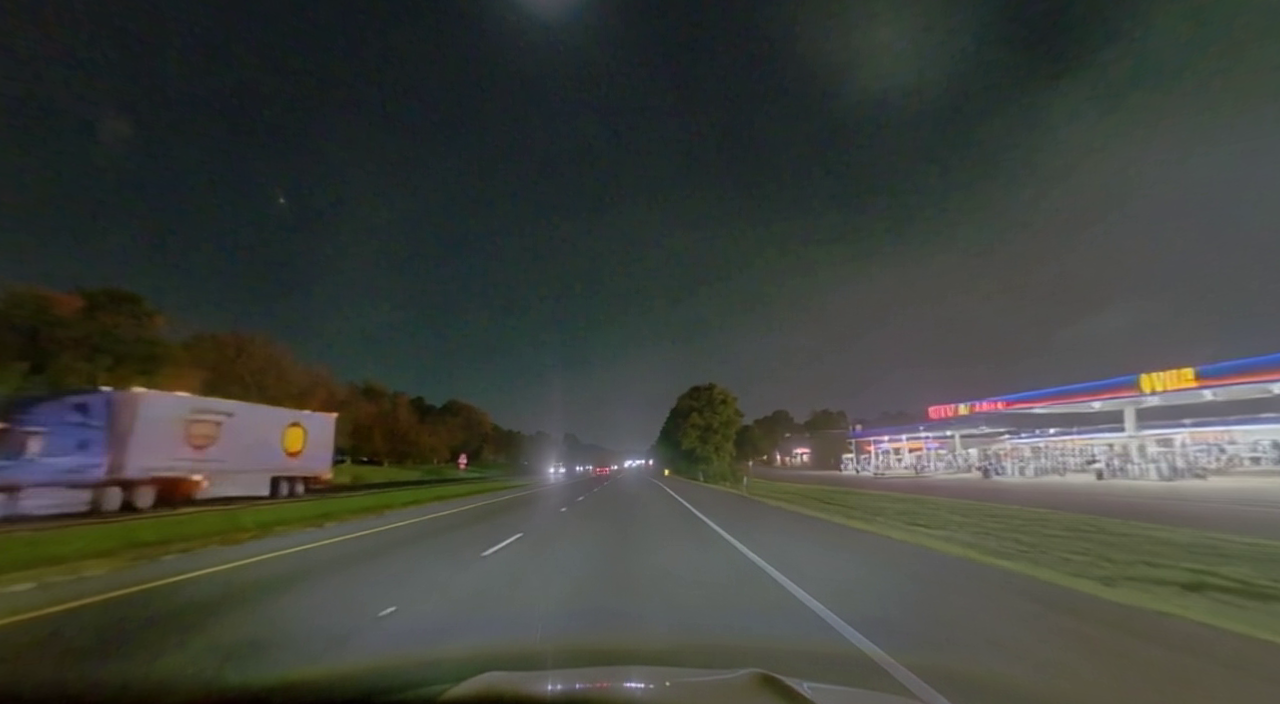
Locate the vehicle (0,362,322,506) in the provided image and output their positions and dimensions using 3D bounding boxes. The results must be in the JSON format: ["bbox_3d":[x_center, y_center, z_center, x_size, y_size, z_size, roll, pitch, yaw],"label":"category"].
[{"bbox_3d":[-17.716,3.555,24.352,2.999,3.697,16.196,2,-11,-2],"label":"vehicle"}]
